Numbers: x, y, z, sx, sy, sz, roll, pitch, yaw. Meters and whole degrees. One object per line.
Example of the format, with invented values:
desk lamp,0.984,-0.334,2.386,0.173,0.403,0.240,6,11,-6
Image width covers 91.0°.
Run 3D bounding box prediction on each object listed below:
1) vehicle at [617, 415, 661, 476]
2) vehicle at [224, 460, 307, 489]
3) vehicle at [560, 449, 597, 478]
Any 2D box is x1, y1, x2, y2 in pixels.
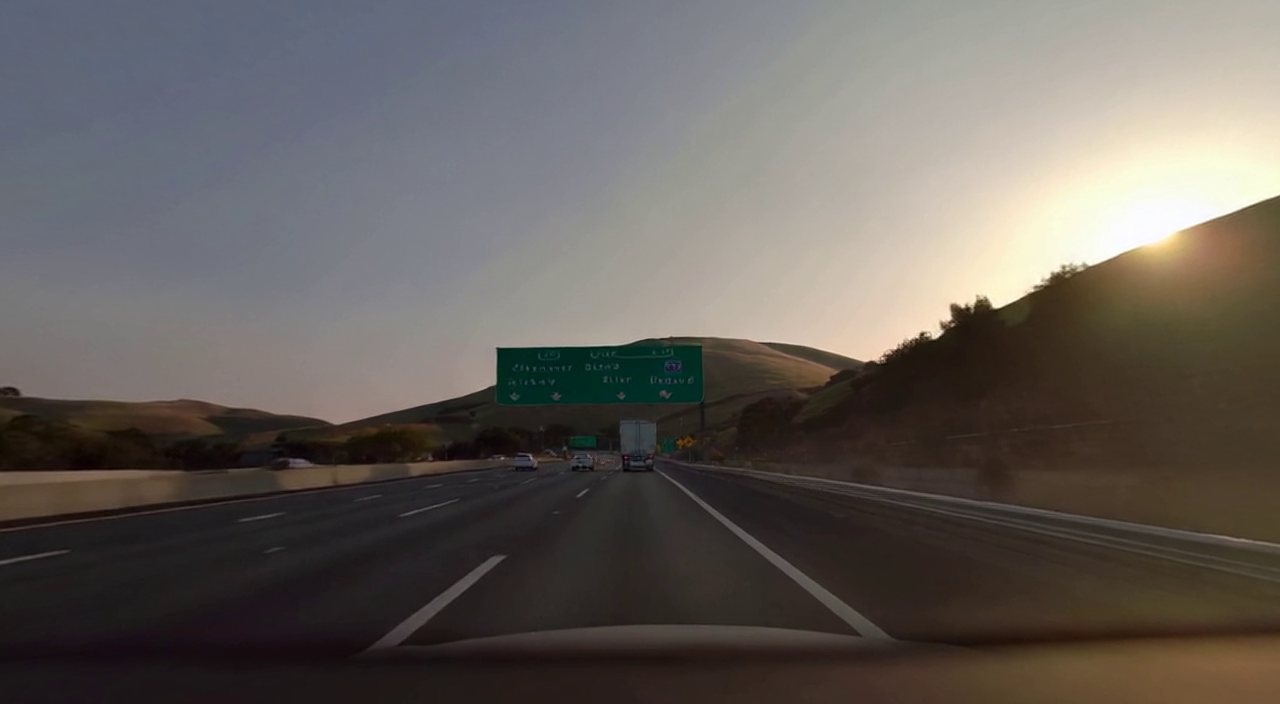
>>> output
vehicle,-0.010,7.432,49.742,3.039,4.131,11.822,-1,-9,1
vehicle,-21.917,7.173,37.097,1.943,1.506,4.682,-1,-9,1
vehicle,-4.064,7.390,42.044,2.053,1.746,4.508,-1,-9,0
